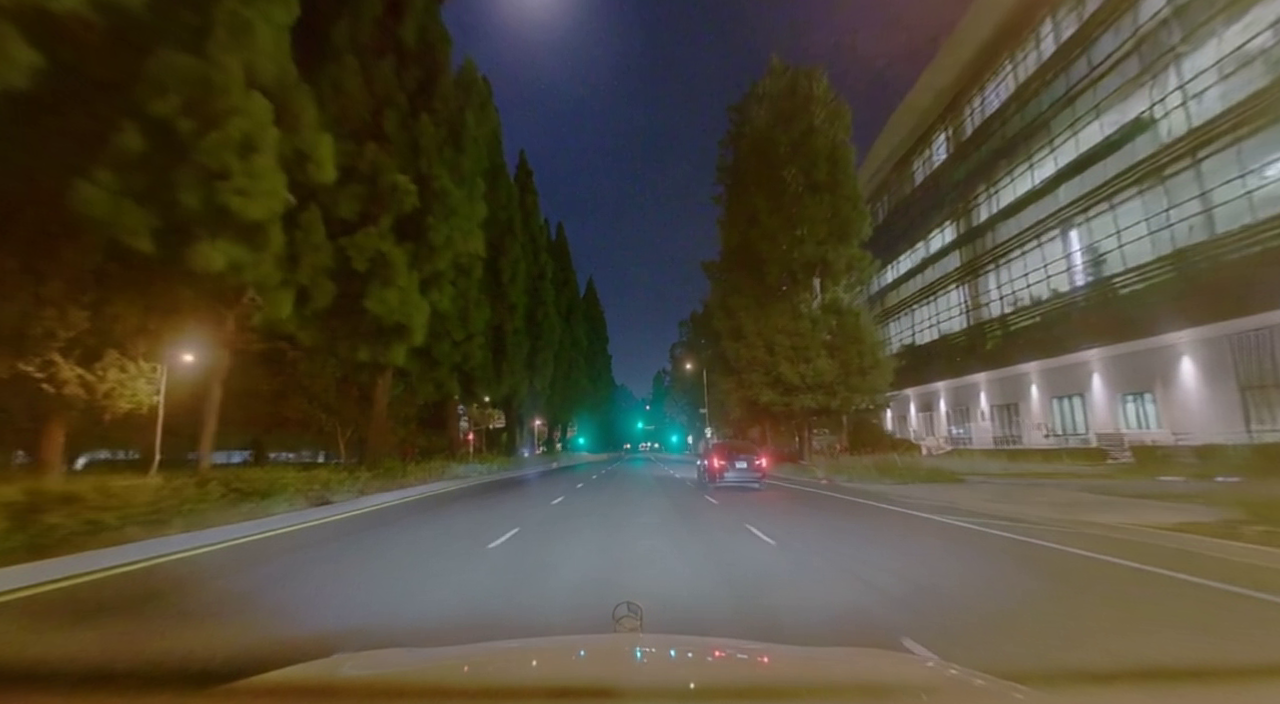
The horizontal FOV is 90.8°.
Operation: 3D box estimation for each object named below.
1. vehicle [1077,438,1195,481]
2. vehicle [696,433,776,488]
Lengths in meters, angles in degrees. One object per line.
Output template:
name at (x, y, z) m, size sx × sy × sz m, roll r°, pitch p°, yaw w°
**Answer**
vehicle at (21.363, 4.640, 27.406) m, size 1.858 × 1.578 × 3.708 m, roll -3°, pitch -9°, yaw -3°
vehicle at (3.310, 3.849, 22.681) m, size 2.083 × 1.743 × 4.354 m, roll 0°, pitch -9°, yaw -2°
